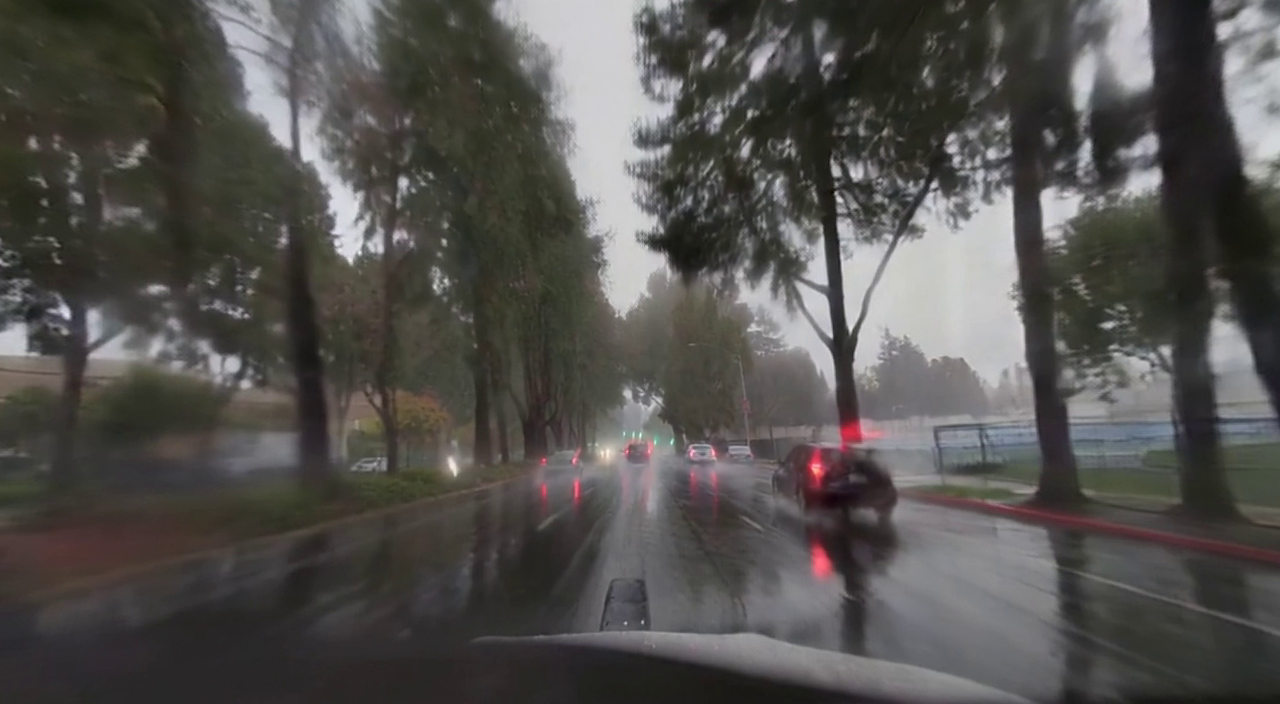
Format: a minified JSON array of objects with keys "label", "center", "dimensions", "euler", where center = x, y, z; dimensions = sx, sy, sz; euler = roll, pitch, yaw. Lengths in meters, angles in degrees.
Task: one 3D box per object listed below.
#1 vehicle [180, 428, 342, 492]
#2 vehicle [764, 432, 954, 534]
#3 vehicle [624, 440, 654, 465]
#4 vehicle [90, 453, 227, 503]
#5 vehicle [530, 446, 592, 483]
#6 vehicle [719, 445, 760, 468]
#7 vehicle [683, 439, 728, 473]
[{"label":"vehicle","center":[-22.392,6.464,38.452],"dimensions":[2.816,3.267,11.356],"euler":[0,-9,0]},{"label":"vehicle","center":[3.667,2.265,11.501],"dimensions":[1.919,1.502,4.232],"euler":[0,-9,0]},{"label":"vehicle","center":[-0.128,7.863,49.304],"dimensions":[2.247,1.882,4.603],"euler":[0,-9,-1]},{"label":"vehicle","center":[-22.294,5.819,29.590],"dimensions":[2.159,1.908,5.564],"euler":[-2,-8,-1]},{"label":"vehicle","center":[-3.146,4.577,25.923],"dimensions":[2.013,1.354,3.908],"euler":[0,-9,0]},{"label":"vehicle","center":[6.968,7.364,44.712],"dimensions":[2.040,1.509,4.618],"euler":[0,-9,-2]},{"label":"vehicle","center":[3.551,5.755,35.045],"dimensions":[1.980,1.709,4.367],"euler":[0,-9,-1]}]
